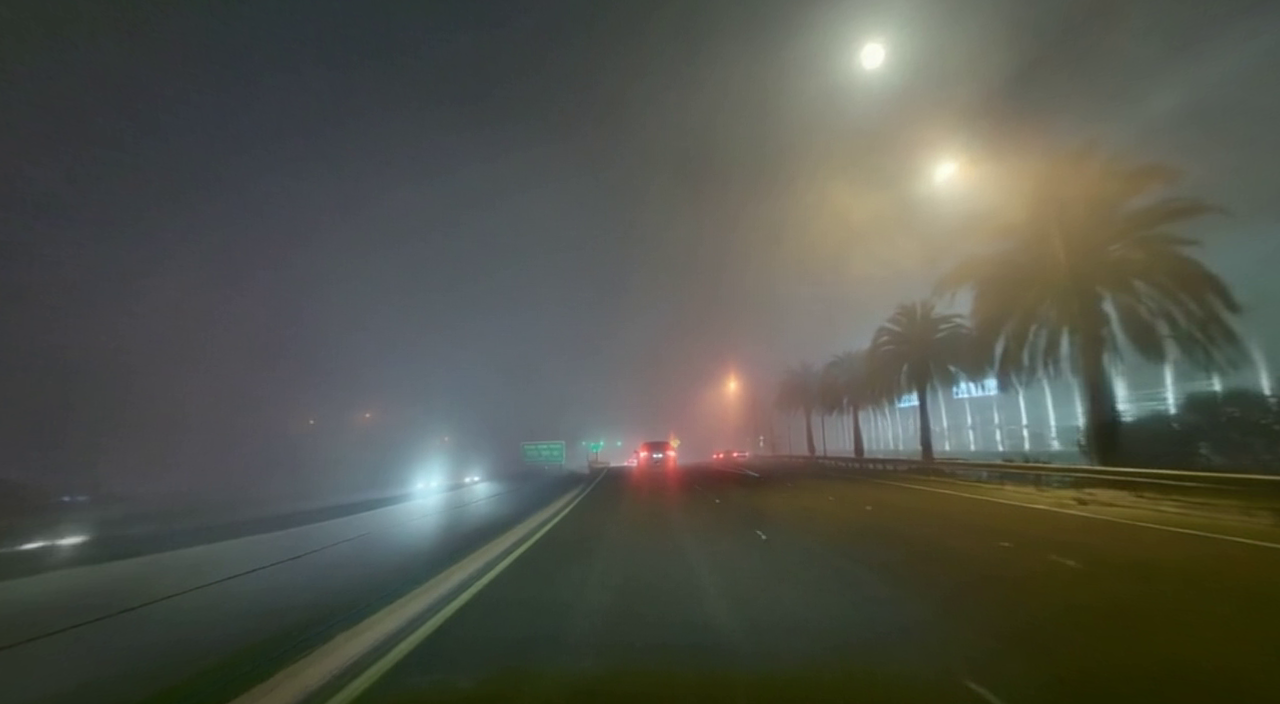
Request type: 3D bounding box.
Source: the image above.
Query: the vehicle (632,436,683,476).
[{"bbox_3d":[0.717,4.844,29.479,2.089,1.718,4.193,0,-9,-2],"label":"vehicle"}]
